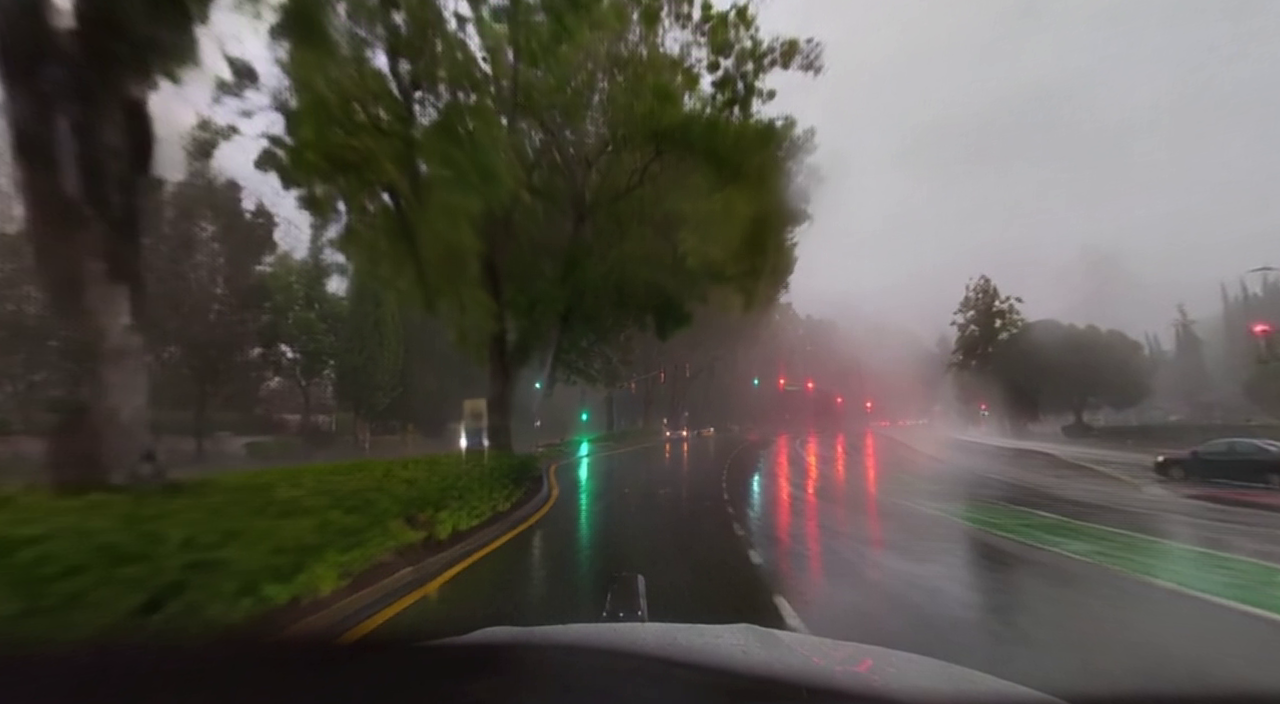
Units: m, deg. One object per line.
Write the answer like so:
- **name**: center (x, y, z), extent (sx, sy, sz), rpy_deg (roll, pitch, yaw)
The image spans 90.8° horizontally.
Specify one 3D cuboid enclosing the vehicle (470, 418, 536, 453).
- **vehicle**: center (-7.640, 4.774, 35.810), extent (2.182, 1.843, 4.604), rpy_deg (-1, -9, 8)
